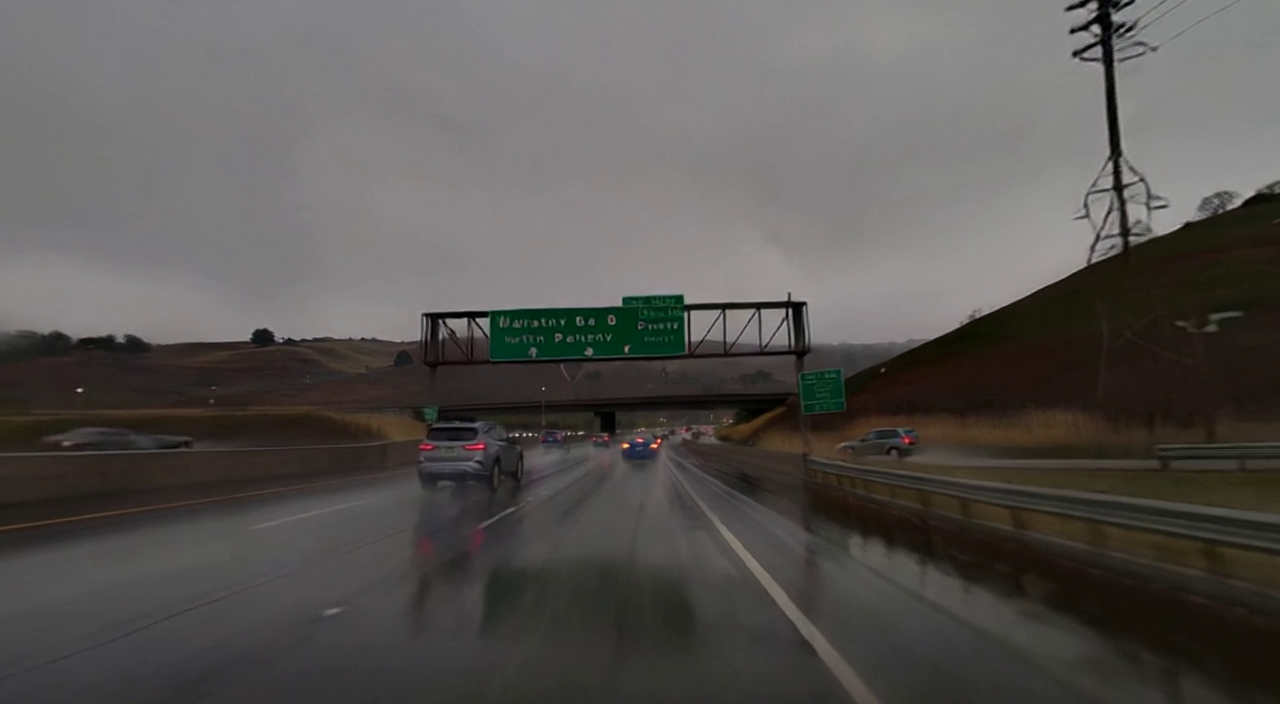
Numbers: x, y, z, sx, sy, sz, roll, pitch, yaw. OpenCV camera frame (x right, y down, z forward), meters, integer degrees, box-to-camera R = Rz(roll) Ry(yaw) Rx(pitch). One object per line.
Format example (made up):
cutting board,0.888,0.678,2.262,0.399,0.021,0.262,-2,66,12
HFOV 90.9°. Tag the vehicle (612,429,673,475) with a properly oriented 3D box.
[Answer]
vehicle,0.170,3.896,24.711,2.193,1.651,3.946,-1,-8,2

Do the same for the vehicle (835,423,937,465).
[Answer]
vehicle,16.332,6.193,42.453,2.571,2.571,6.876,2,-9,-16

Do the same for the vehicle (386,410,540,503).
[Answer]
vehicle,-3.980,2.481,15.270,2.228,1.845,4.847,-1,-8,1
